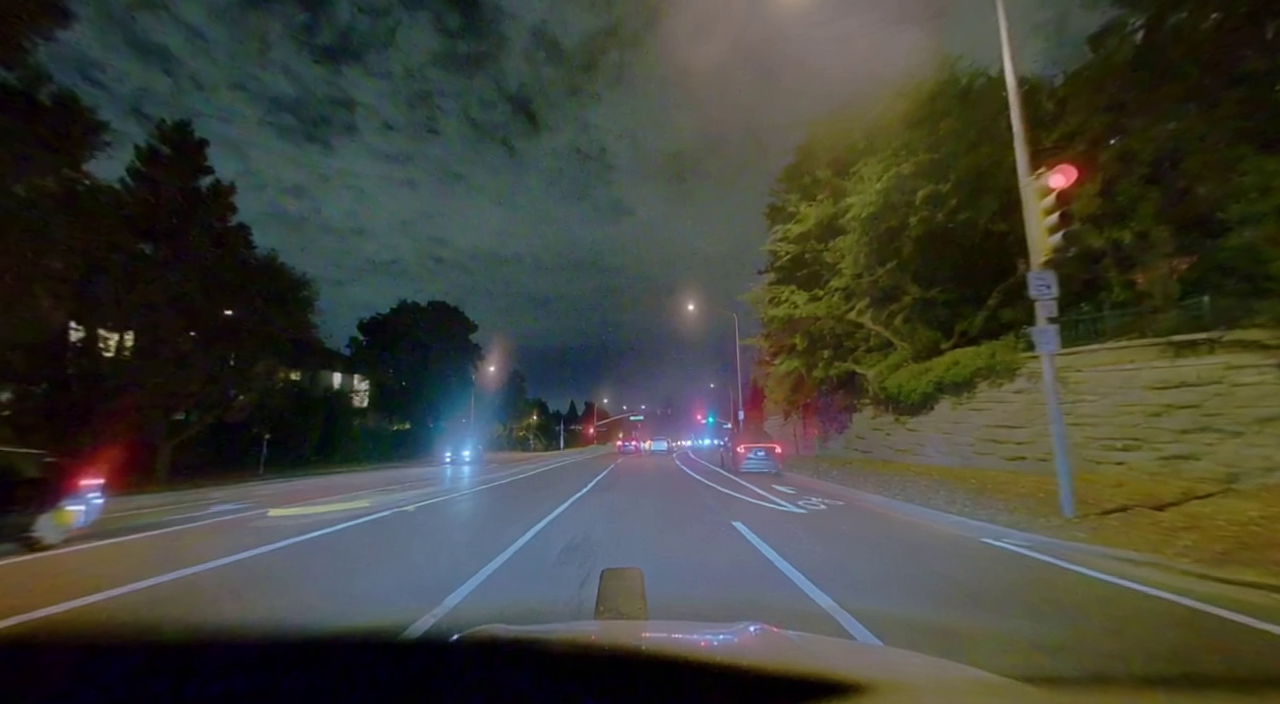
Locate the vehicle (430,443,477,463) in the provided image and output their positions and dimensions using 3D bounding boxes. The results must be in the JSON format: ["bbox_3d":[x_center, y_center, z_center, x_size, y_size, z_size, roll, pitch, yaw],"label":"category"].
[{"bbox_3d":[-14.418,7.854,48.848,1.889,1.461,4.730,-1,-8,4],"label":"vehicle"}]
